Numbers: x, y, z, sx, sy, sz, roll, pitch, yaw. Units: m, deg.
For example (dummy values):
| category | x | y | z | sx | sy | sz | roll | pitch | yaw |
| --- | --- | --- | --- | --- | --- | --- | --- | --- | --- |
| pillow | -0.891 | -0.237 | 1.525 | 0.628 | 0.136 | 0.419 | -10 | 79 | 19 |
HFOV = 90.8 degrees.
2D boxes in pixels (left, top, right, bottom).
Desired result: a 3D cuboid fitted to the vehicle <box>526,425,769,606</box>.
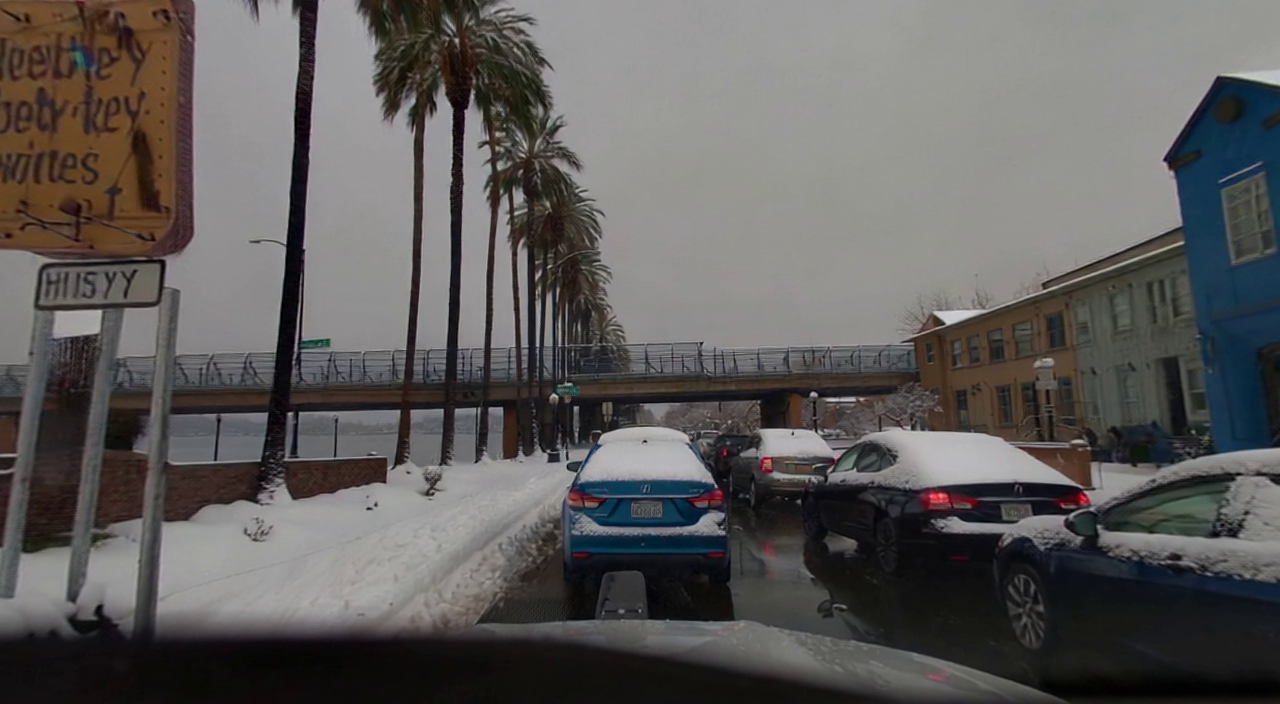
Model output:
| category | x | y | z | sx | sy | sz | roll | pitch | yaw |
| --- | --- | --- | --- | --- | --- | --- | --- | --- | --- |
| vehicle | 0.059 | 1.668 | 7.248 | 2.048 | 1.503 | 3.681 | 0 | -9 | 0 |

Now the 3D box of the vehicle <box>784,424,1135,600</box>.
| category | x | y | z | sx | sy | sz | roll | pitch | yaw |
| --- | --- | --- | --- | --- | --- | --- | --- | --- | --- |
| vehicle | 3.271 | 1.716 | 7.718 | 1.920 | 1.490 | 4.417 | 0 | -9 | -1 |

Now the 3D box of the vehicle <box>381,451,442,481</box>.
| category | x | y | z | sx | sy | sz | roll | pitch | yaw |
| --- | --- | --- | --- | --- | --- | --- | --- | --- | --- |
| vehicle | -14.960 | 7.475 | 41.701 | 2.104 | 1.802 | 4.852 | 0 | -9 | 1 |
